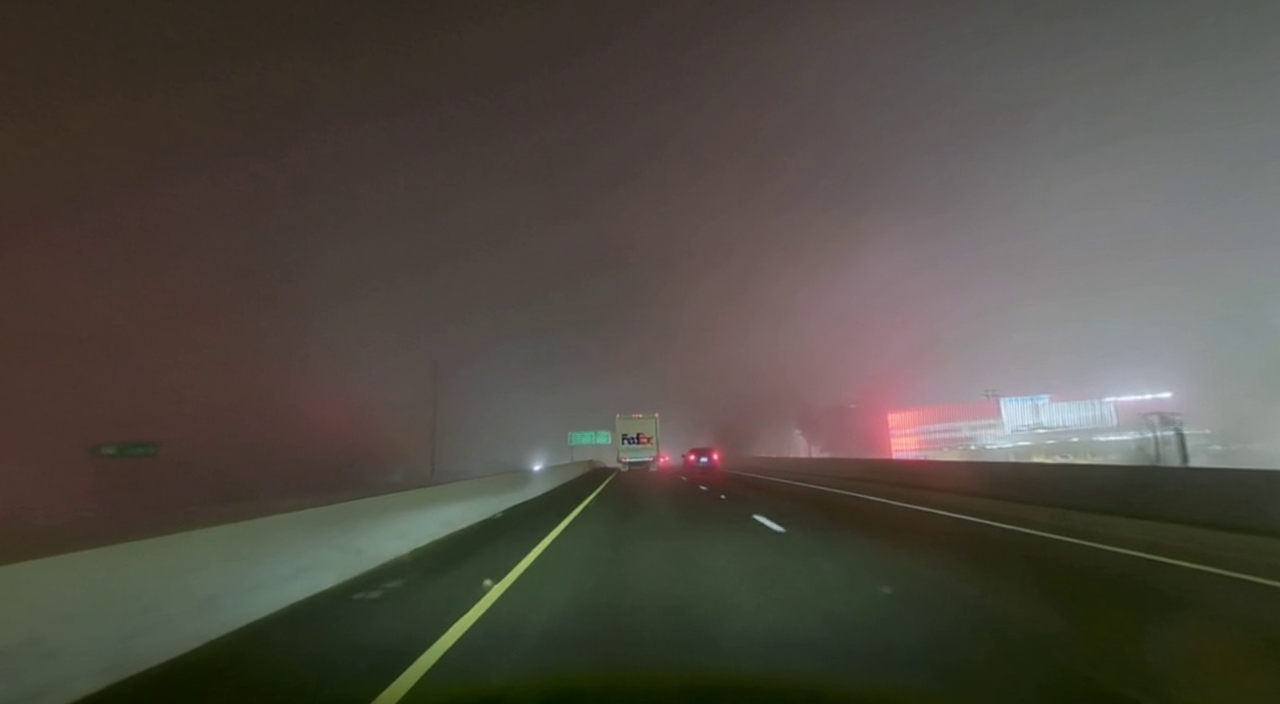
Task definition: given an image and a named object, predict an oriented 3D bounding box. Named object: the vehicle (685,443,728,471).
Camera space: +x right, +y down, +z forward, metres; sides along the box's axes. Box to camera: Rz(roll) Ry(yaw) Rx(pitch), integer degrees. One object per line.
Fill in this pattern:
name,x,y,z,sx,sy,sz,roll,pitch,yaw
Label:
vehicle,3.840,6.147,37.031,1.966,1.558,4.238,0,-9,-2
